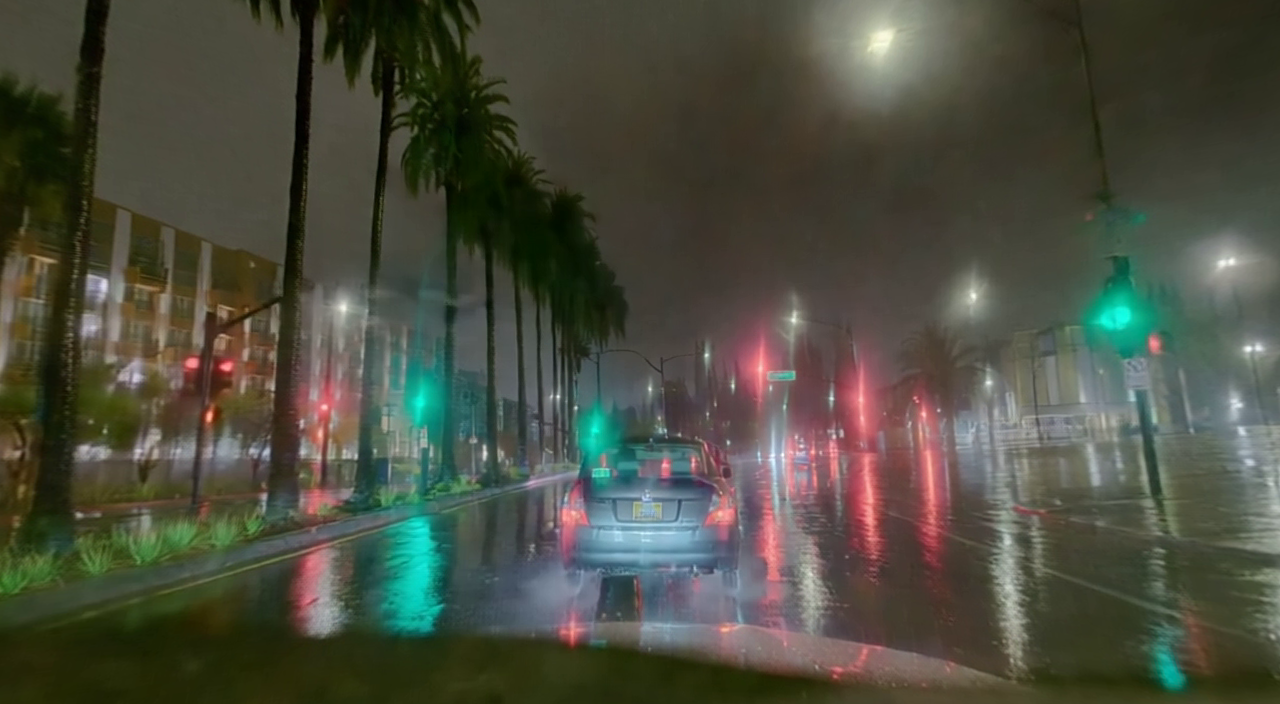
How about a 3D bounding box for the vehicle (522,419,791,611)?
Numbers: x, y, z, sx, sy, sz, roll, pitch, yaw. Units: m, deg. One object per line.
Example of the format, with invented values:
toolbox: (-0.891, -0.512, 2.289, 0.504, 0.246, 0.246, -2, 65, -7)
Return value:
vehicle: (0.151, 1.589, 7.058, 2.096, 1.492, 4.071, 0, -9, 1)
